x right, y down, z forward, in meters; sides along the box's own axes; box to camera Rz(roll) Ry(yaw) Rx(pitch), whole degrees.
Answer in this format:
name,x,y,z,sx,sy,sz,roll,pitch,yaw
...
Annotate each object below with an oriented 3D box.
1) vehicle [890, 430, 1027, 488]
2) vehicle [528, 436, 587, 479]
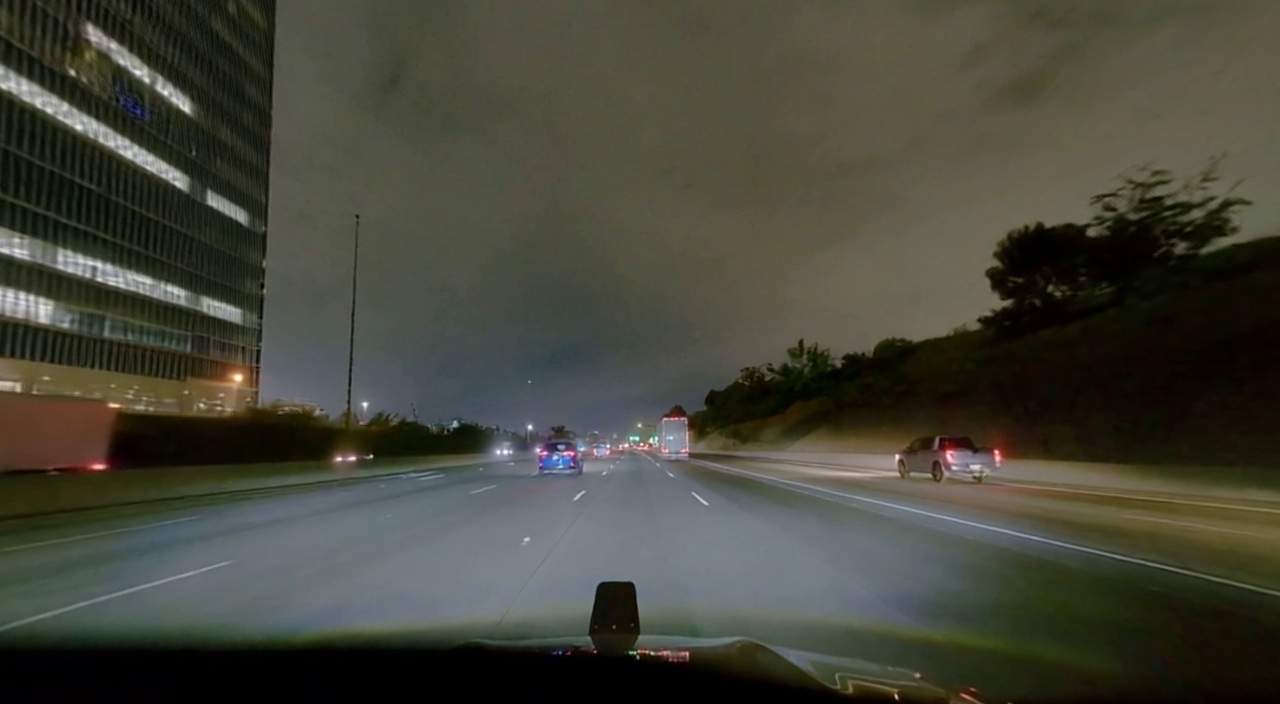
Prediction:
name,x,y,z,sx,sy,sz,roll,pitch,yaw
vehicle,11.045,3.755,22.440,2.089,1.787,5.080,0,-9,-1
vehicle,-3.563,4.644,27.998,2.039,1.710,4.237,0,-9,0
